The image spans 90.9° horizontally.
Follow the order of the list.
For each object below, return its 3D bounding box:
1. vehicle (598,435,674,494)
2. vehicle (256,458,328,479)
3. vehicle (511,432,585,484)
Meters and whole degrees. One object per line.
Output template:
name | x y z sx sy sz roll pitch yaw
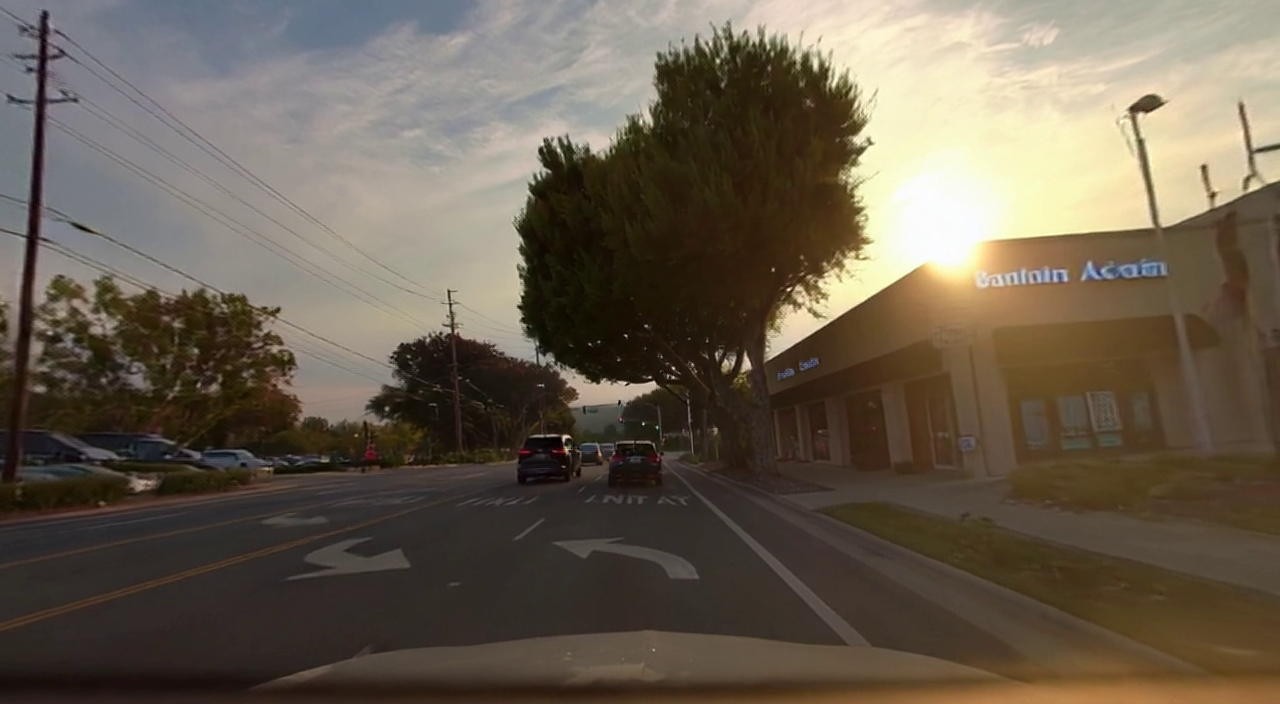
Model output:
vehicle | -0.117 3.455 19.774 2.108 1.612 4.246 0 -8 0
vehicle | -26.405 8.814 47.874 4.553 1.479 1.768 -1 -9 7
vehicle | -3.525 4.183 25.212 2.064 1.859 5.154 0 -8 1
